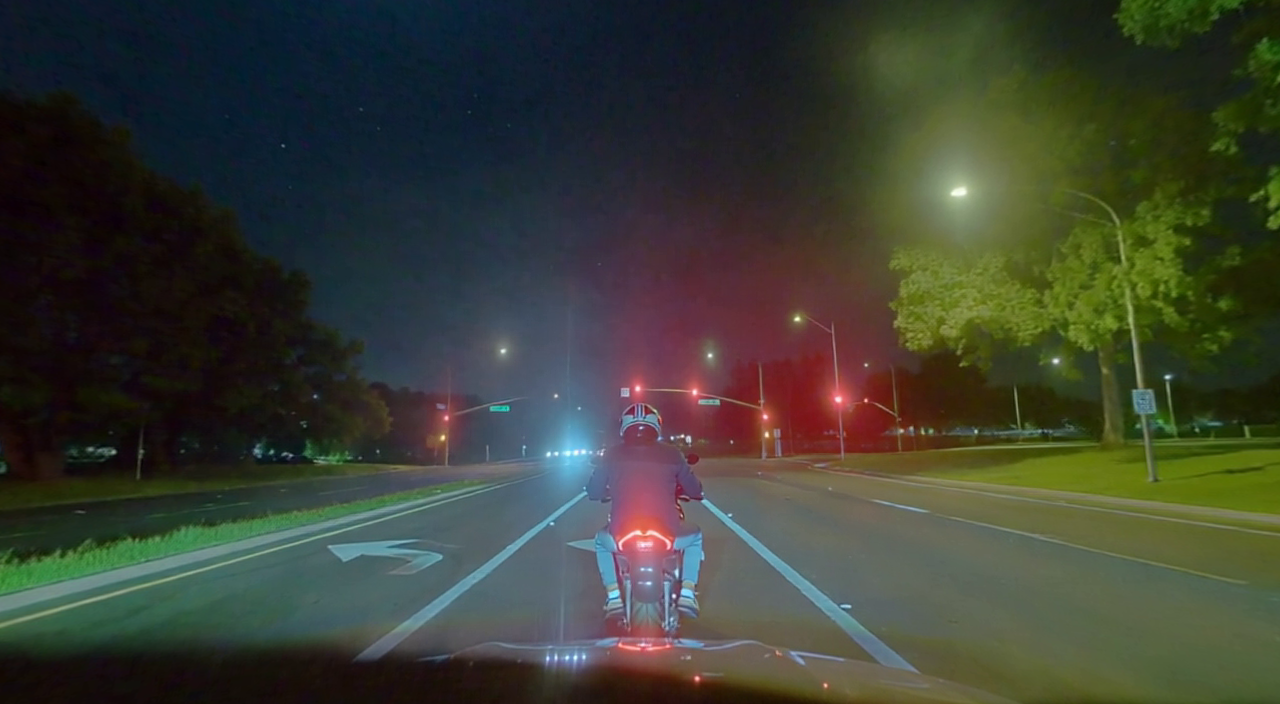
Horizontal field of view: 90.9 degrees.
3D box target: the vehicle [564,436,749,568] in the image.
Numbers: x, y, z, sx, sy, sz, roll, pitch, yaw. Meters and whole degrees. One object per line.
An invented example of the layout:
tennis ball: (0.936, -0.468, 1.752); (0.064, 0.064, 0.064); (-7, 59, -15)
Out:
vehicle: (0.139, 2.024, 9.422); (2.093, 1.450, 4.437); (0, -8, -1)
